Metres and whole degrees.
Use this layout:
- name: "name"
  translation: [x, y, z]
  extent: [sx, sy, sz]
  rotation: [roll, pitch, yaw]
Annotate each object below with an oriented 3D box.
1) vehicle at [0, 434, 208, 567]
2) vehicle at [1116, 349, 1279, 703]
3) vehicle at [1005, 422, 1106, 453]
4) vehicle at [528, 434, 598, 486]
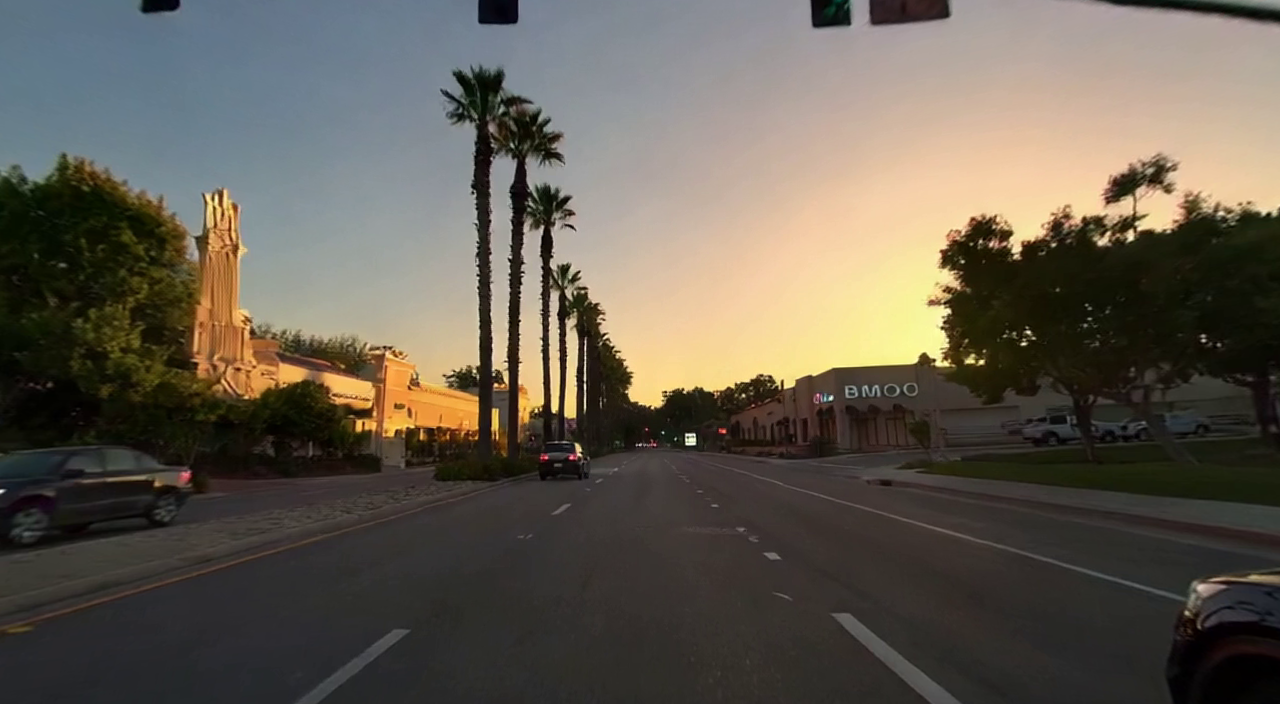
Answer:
- name: "vehicle"
  translation: [-8.352, 1.873, 8.351]
  extent: [2.012, 1.500, 4.636]
  rotation: [0, -8, -1]
- name: "vehicle"
  translation: [2.762, 0.524, 0.208]
  extent: [1.946, 1.513, 4.133]
  rotation: [0, -8, 0]
- name: "vehicle"
  translation: [23.533, 4.863, 35.789]
  extent: [4.283, 1.700, 1.965]
  rotation: [0, -8, 0]
- name: "vehicle"
  translation: [-2.768, 4.007, 23.679]
  extent: [1.998, 1.743, 4.402]
  rotation: [-1, -8, 1]
